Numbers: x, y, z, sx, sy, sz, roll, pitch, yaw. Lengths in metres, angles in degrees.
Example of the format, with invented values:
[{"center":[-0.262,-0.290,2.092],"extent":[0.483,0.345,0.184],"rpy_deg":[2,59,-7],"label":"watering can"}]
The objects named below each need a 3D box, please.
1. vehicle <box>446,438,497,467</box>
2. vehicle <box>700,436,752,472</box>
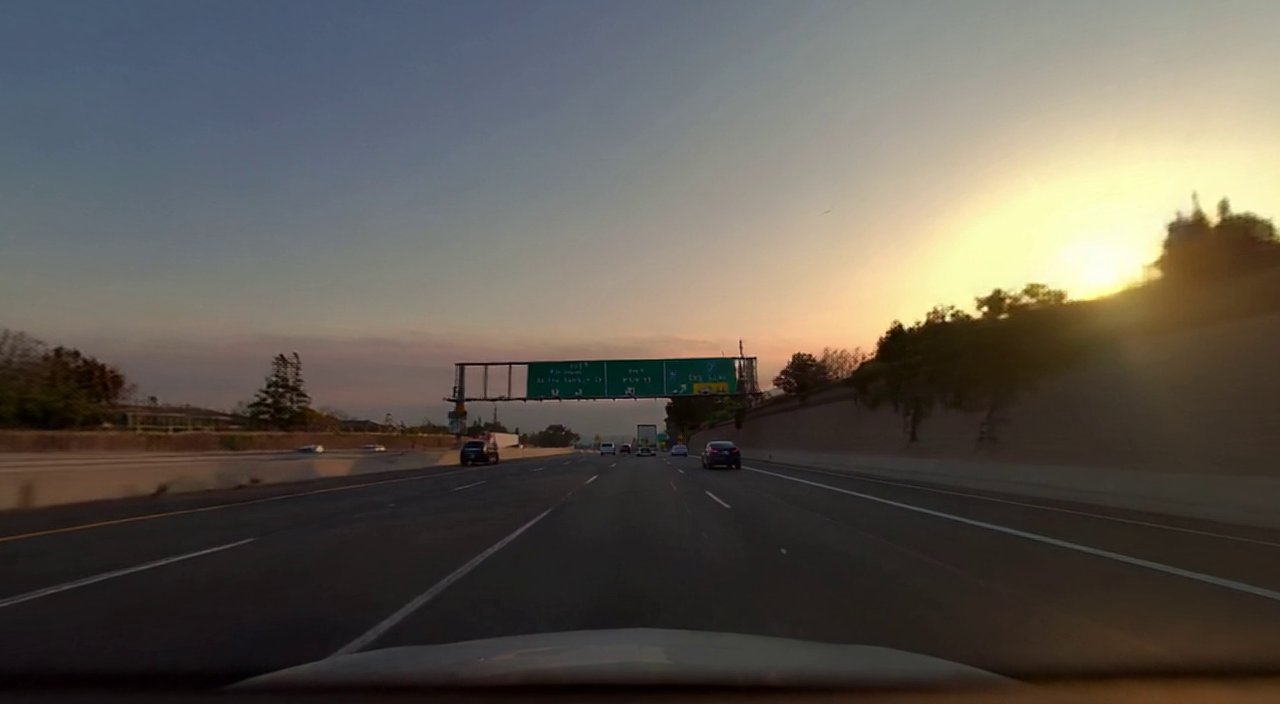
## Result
[{"center":[-10.805,6.477,40.615],"extent":[1.998,1.712,4.671],"rpy_deg":[0,-8,1],"label":"vehicle"},{"center":[4.234,5.098,31.486],"extent":[2.046,1.655,4.143],"rpy_deg":[0,-8,0],"label":"vehicle"}]
